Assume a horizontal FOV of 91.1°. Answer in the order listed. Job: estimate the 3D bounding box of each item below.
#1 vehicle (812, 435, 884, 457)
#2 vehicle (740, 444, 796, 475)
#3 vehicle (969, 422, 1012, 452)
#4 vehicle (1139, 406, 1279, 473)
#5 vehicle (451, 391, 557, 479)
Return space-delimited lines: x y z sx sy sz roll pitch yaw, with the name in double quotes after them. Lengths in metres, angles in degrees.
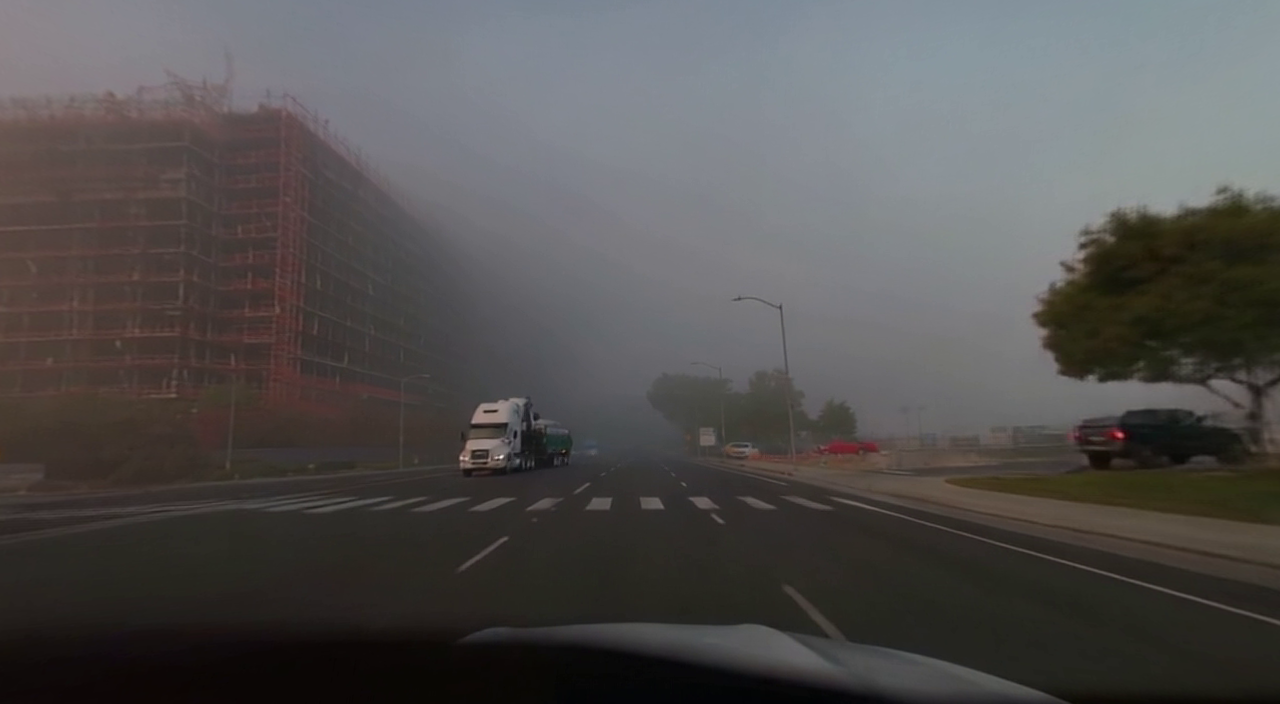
16.063 7.291 48.639 4.775 1.610 2.147 0 -9 -2 "vehicle"
6.667 5.625 33.146 1.933 1.488 4.736 0 -8 0 "vehicle"
23.375 5.690 41.753 2.078 1.823 5.181 -5 -10 32 "vehicle"
16.359 2.328 16.689 4.422 1.677 2.004 0 -8 -1 "vehicle"
-6.955 4.591 34.168 3.071 3.982 10.729 0 -8 2 "vehicle"
